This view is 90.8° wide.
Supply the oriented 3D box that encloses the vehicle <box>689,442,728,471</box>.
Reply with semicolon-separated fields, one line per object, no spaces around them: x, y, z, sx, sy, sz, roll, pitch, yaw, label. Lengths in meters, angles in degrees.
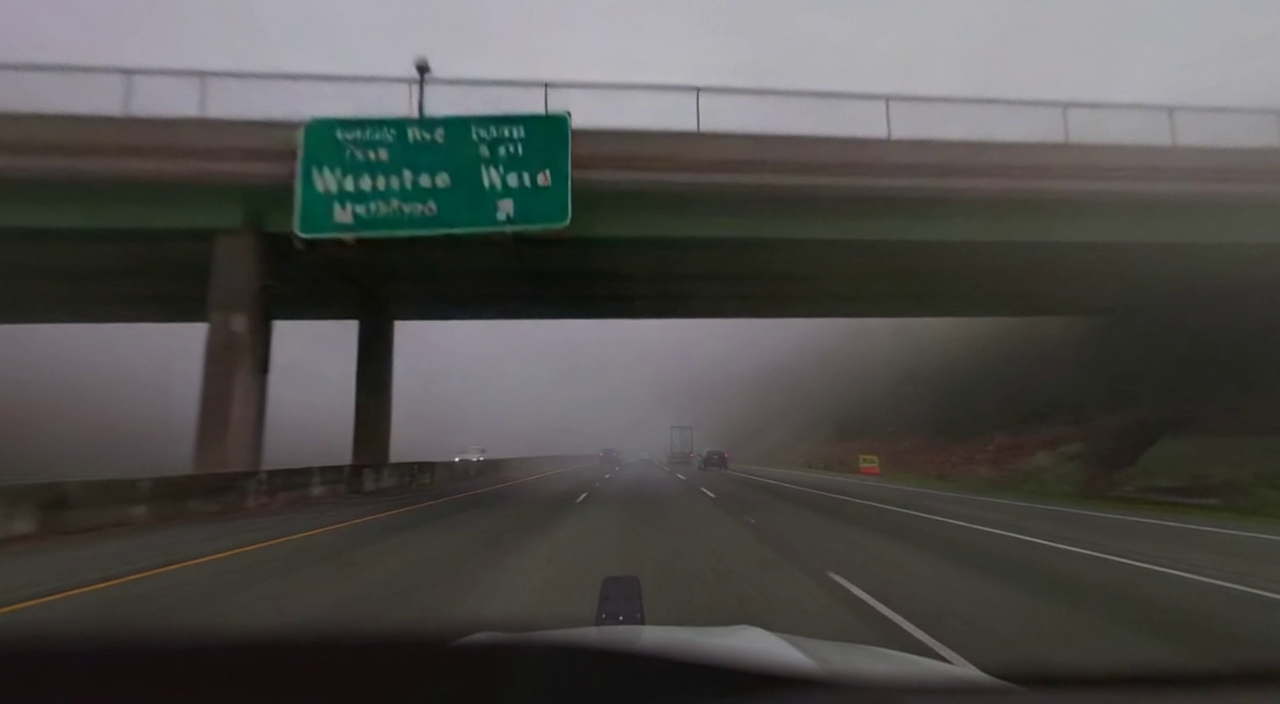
4.727;7.236;44.032;2.100;1.889;4.969;0;-9;-1;vehicle
